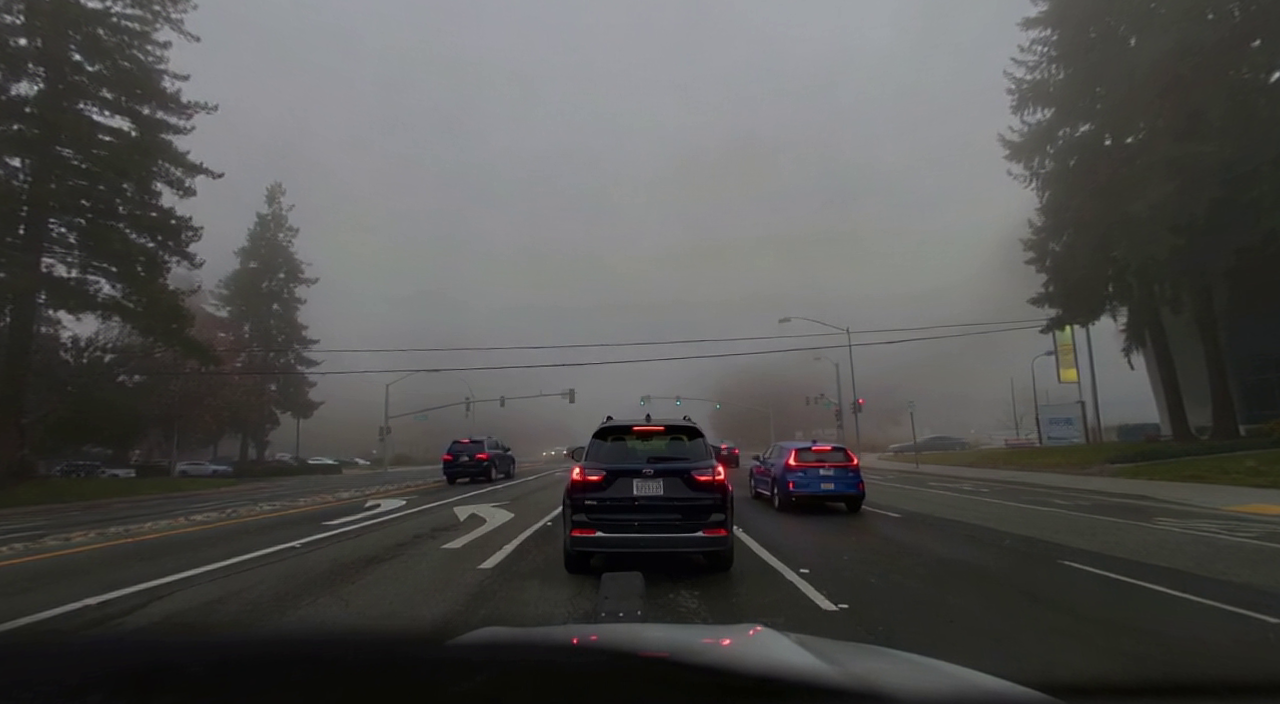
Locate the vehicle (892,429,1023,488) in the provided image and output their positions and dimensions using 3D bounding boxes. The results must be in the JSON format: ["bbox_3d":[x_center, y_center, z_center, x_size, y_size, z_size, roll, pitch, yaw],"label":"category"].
[{"bbox_3d":[10.872,3.696,22.128,2.123,1.812,4.553,0,-9,-1],"label":"vehicle"}]

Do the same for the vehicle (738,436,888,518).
[{"bbox_3d":[3.514,2.630,13.831,1.997,1.471,4.321,0,-9,-1],"label":"vehicle"}]

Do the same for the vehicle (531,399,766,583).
[{"bbox_3d":[0.073,1.658,8.262,2.266,1.762,4.131,0,-9,0],"label":"vehicle"}]

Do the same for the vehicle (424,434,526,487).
[{"bbox_3d":[-6.193,4.159,24.501,2.555,1.819,5.145,0,-9,0],"label":"vehicle"}]
